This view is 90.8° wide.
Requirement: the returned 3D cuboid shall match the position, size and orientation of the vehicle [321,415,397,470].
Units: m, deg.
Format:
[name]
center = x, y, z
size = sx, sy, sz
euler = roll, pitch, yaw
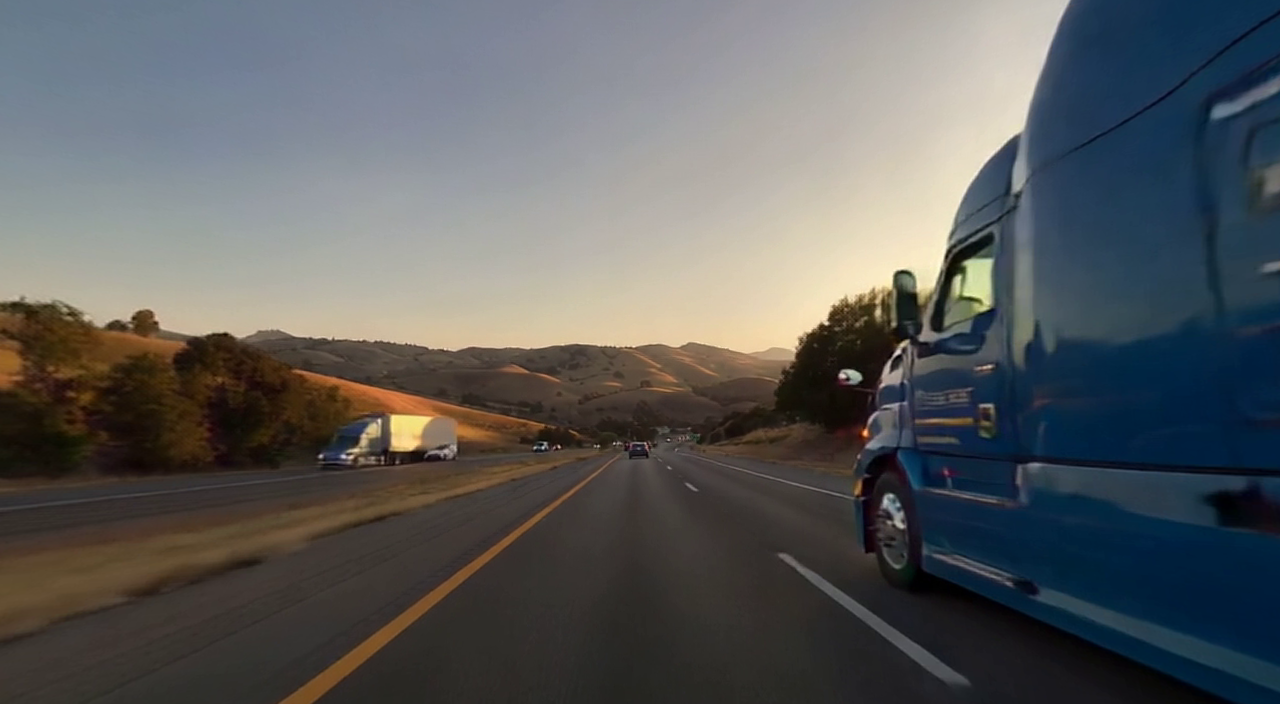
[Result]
[vehicle]
center = -21.765, 7.080, 49.376
size = 3.037, 3.975, 6.193
euler = 0, -8, -1
